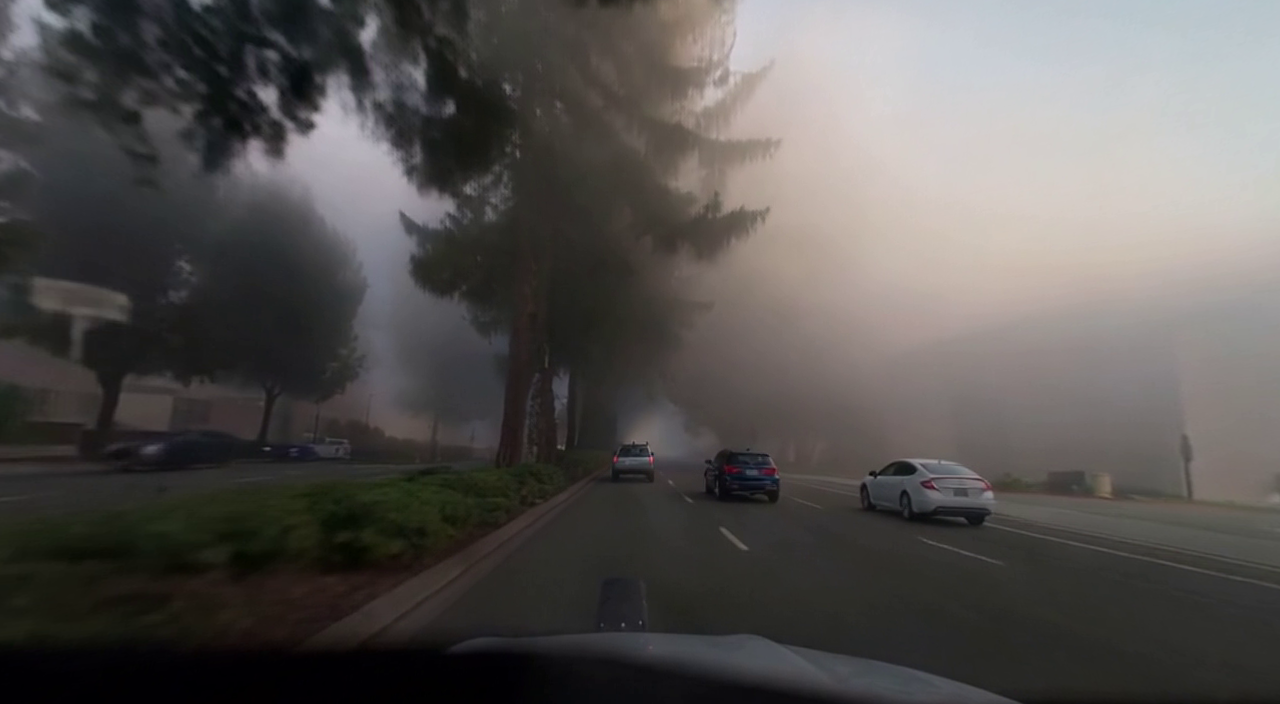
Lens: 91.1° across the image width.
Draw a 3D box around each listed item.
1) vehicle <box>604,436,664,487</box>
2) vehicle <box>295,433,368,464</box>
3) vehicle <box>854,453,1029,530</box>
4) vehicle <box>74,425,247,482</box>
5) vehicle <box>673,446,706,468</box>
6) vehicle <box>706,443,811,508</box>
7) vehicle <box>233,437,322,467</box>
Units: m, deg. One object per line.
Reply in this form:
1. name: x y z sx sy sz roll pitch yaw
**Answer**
1. vehicle: -0.206 3.988 23.164 2.008 1.674 4.239 0 -8 0
2. vehicle: -19.127 6.005 39.200 2.043 1.707 4.798 3 -9 0
3. vehicle: 6.745 3.125 14.658 1.944 1.458 4.268 0 -8 0
4. vehicle: -15.930 3.397 21.256 2.100 1.708 4.567 0 -8 2
5. vehicle: 3.484 7.508 44.940 2.012 1.462 4.163 0 -8 -1
6. vehicle: 3.020 3.236 16.965 1.932 1.510 4.168 0 -8 -1
7. vehicle: -19.006 5.262 33.198 1.905 1.428 4.637 0 -8 0
